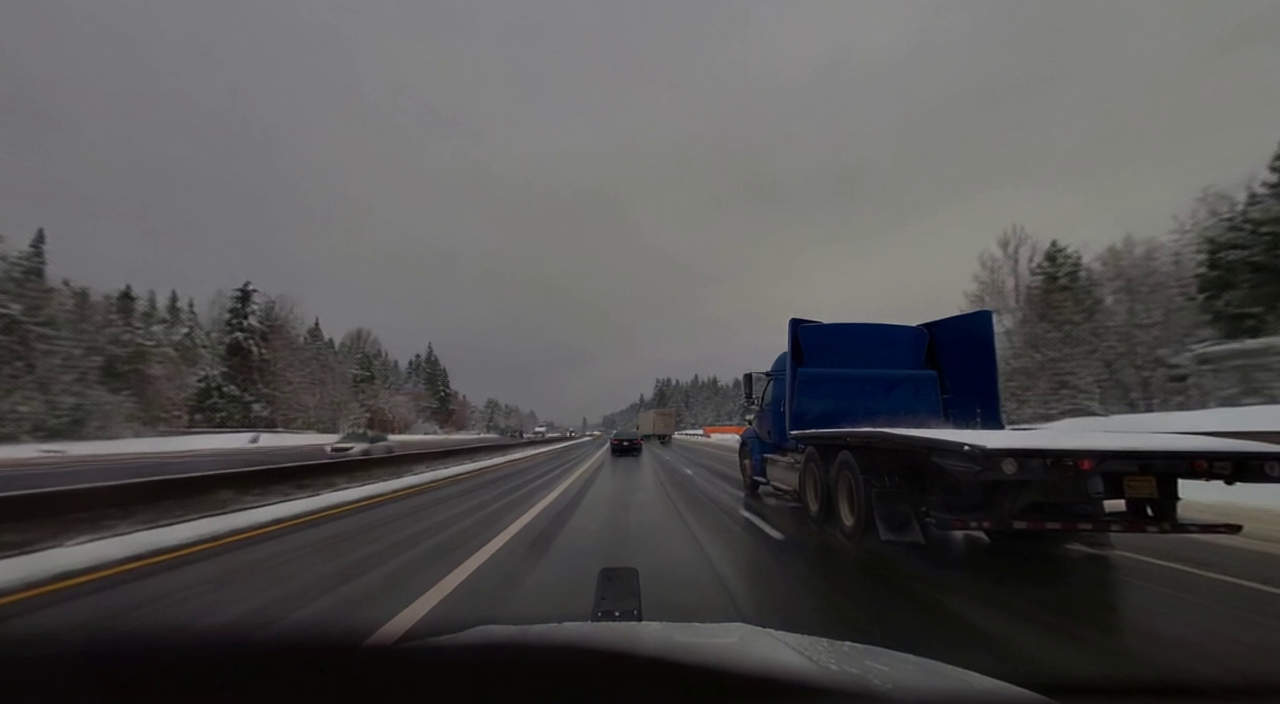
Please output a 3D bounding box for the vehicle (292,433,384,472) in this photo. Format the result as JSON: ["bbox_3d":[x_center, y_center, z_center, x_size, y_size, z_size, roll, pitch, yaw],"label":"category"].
[{"bbox_3d":[-12.015,4.012,25.394,1.742,1.415,4.162,0,-8,-1],"label":"vehicle"}]

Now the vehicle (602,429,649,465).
[{"bbox_3d":[-0.609,4.138,27.739,1.929,1.469,3.677,0,-8,-1],"label":"vehicle"}]

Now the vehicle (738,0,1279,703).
[{"bbox_3d":[3.623,0.368,7.238,2.919,3.634,10.888,0,-8,-2],"label":"vehicle"}]
